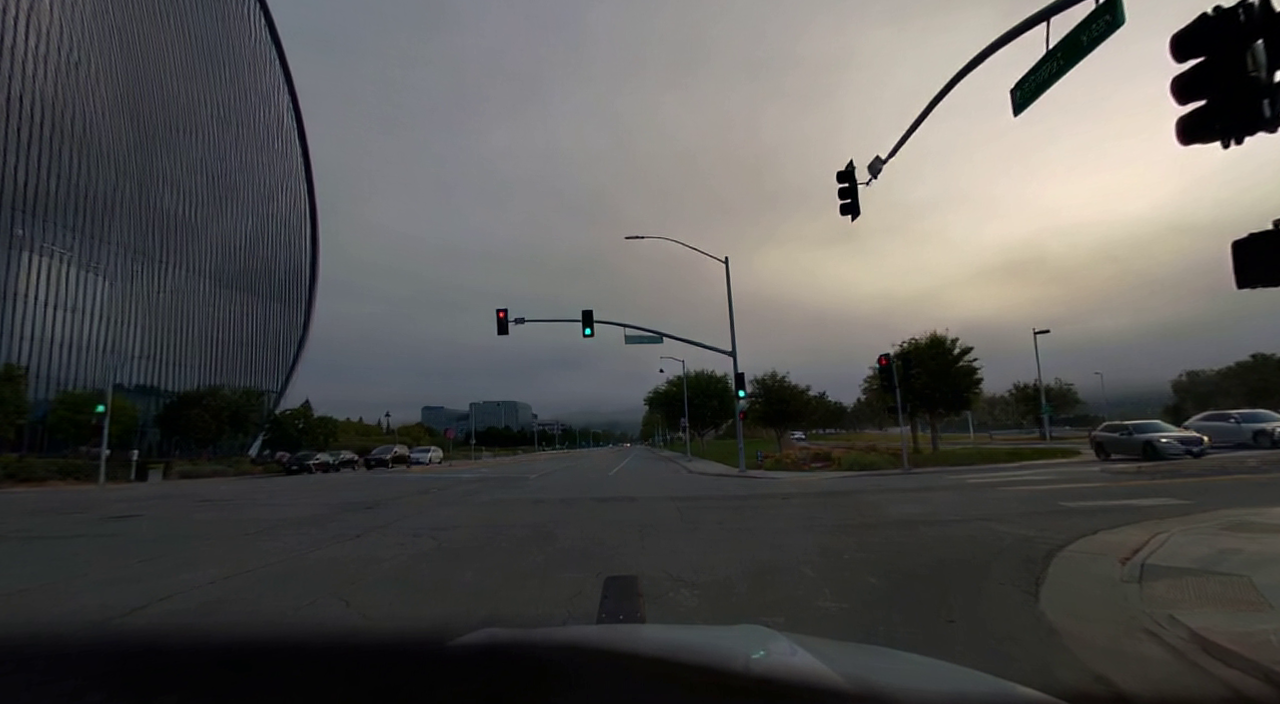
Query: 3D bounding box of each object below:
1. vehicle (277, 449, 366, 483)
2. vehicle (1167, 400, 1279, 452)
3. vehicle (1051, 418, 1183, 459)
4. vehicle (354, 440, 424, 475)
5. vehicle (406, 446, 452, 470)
[{"bbox_3d":[-14.804,5.299,29.573,1.790,1.437,4.349,0,-9,2],"label":"vehicle"},{"bbox_3d":[24.414,3.020,25.173,2.109,1.836,5.080,-2,-10,-1],"label":"vehicle"},{"bbox_3d":[19.075,3.520,25.494,1.834,1.480,4.458,0,-9,-1],"label":"vehicle"},{"bbox_3d":[-14.877,6.292,37.688,2.091,1.915,5.040,0,-9,0],"label":"vehicle"},{"bbox_3d":[-15.119,7.603,45.297,1.932,1.605,4.146,1,-9,-1],"label":"vehicle"}]
